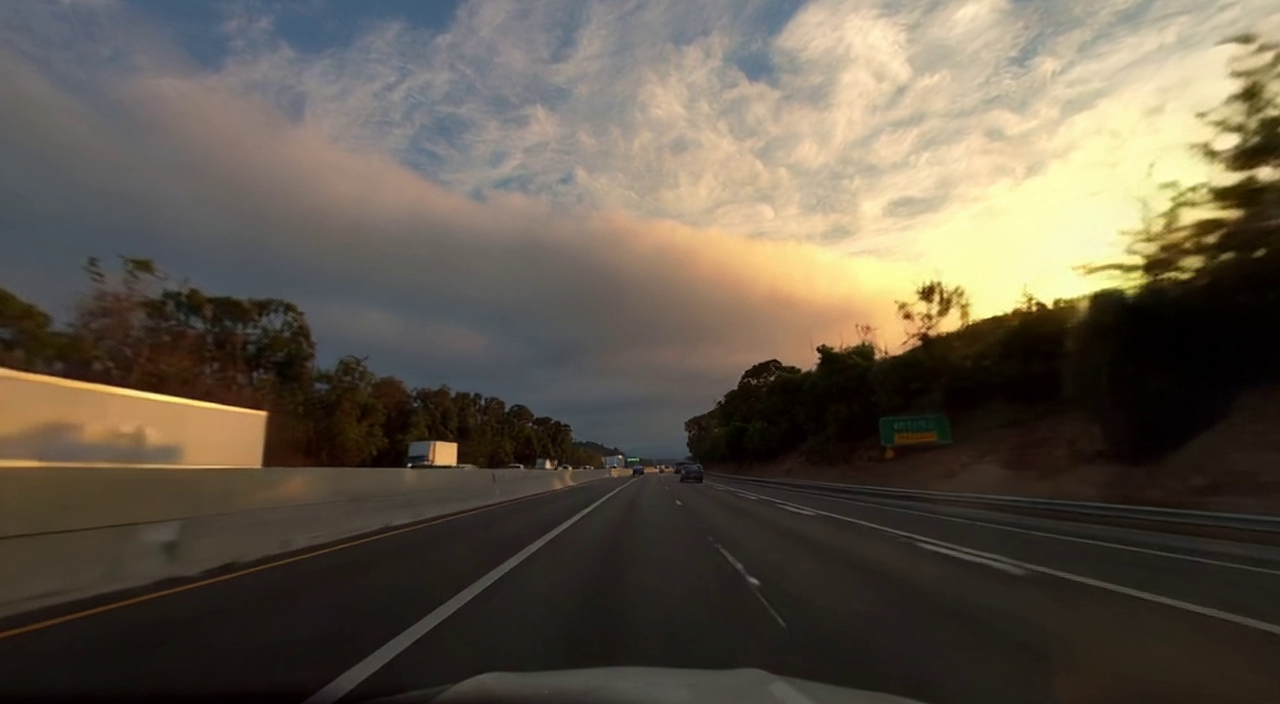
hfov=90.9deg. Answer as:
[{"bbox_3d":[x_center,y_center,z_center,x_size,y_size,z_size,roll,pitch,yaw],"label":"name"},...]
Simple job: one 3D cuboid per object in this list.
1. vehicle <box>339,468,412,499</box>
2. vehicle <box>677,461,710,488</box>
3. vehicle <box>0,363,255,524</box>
[{"bbox_3d":[-13.950,6.942,33.489,1.888,1.474,4.238,0,-10,1],"label":"vehicle"},{"bbox_3d":[4.070,9.494,49.032,2.093,1.933,4.623,1,-10,-1],"label":"vehicle"},{"bbox_3d":[-17.986,2.931,19.452,3.018,4.078,14.135,1,-10,1],"label":"vehicle"}]
